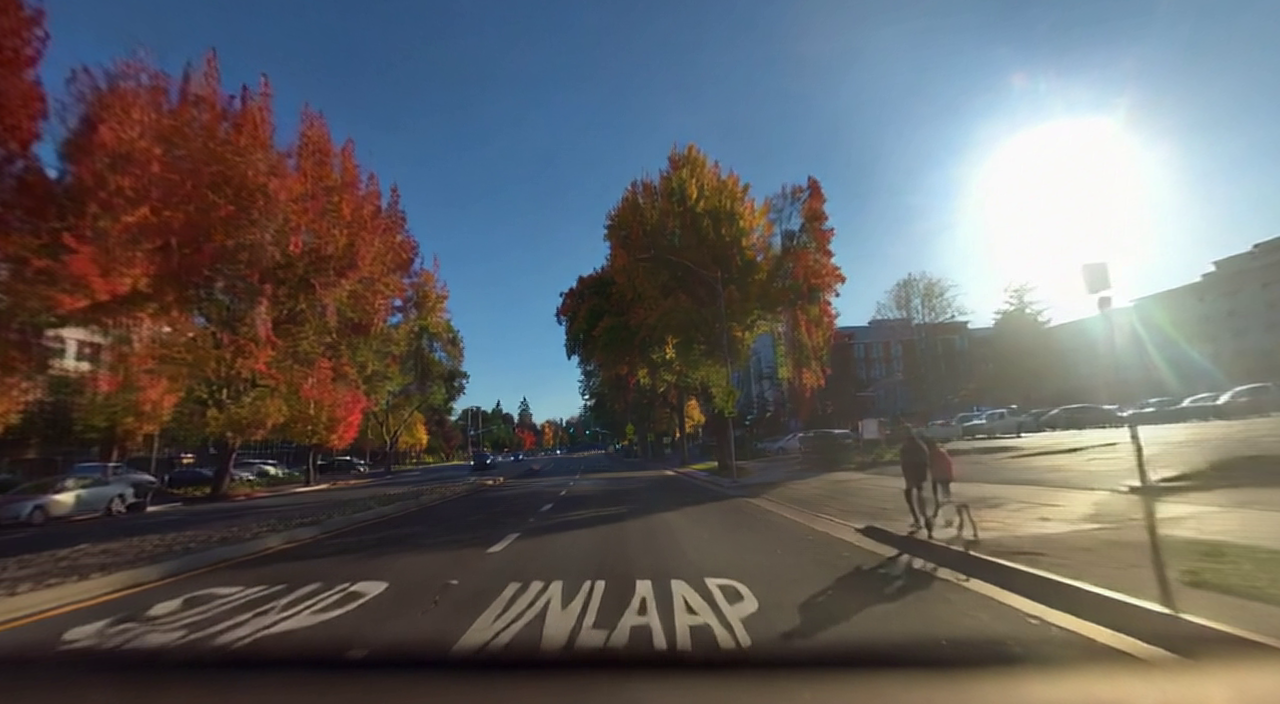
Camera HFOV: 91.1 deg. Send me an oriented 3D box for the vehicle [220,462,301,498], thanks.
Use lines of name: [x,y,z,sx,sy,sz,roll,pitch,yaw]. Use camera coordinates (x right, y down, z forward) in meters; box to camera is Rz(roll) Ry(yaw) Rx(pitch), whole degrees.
vehicle: [-19.349,6.525,32.223,1.896,1.495,4.108,-4,-9,-5]

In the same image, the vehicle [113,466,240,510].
vehicle: [-18.892,5.550,25.896,1.887,1.490,4.432,0,-9,-1]
